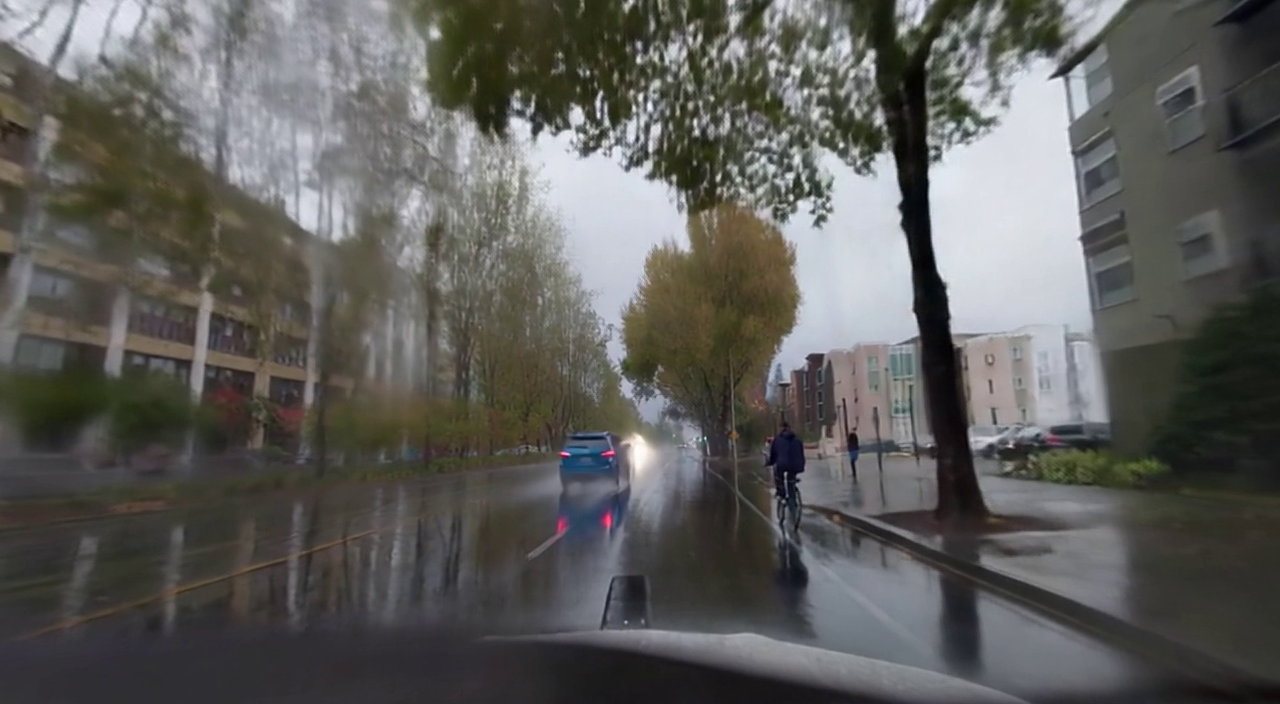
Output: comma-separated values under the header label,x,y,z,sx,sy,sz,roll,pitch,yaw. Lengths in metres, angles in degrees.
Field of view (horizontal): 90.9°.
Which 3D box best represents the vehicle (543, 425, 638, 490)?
label,x,y,z,sx,sy,sz,roll,pitch,yaw
vehicle,-1.461,3.458,20.987,2.294,1.859,5.127,-1,-9,5
